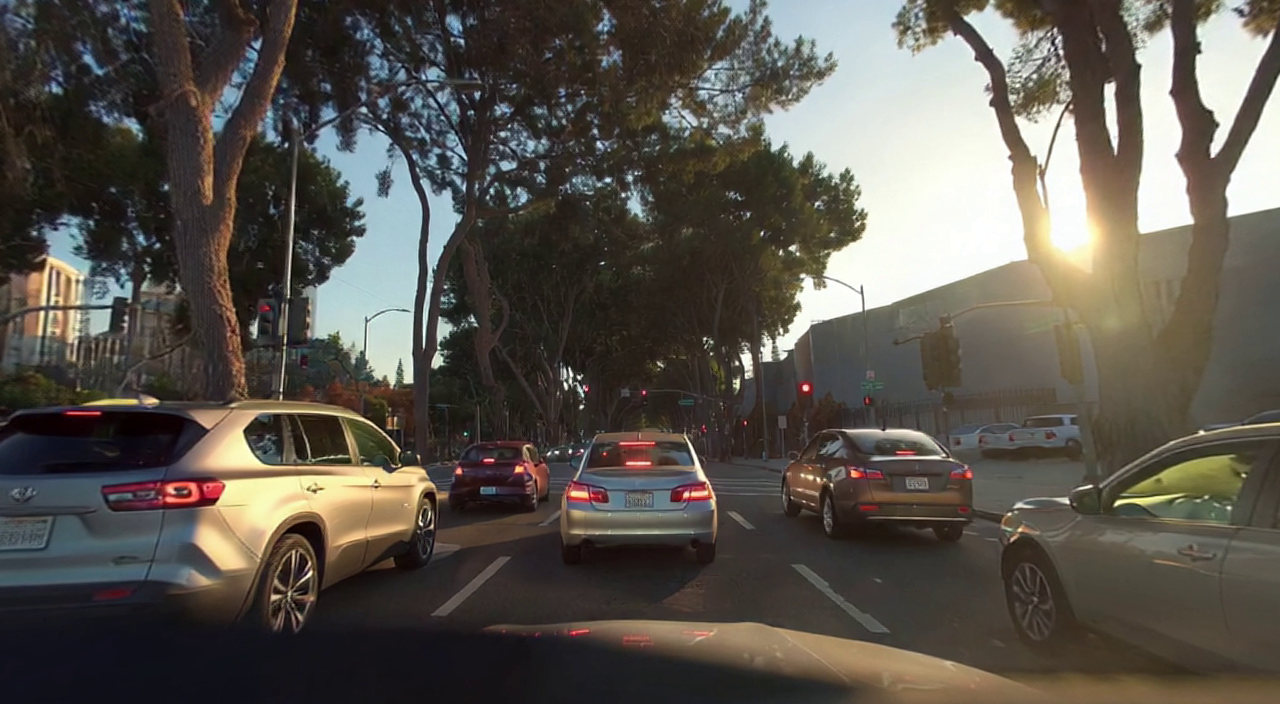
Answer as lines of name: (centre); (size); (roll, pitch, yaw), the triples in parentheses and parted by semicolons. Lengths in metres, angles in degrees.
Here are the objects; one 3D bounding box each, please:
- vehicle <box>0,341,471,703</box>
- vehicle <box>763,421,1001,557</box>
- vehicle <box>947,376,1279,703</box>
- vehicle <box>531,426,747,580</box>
vehicle: (-3.145, 1.165, 5.073); (2.168, 1.750, 4.625); (-1, -9, 1)
vehicle: (3.418, 2.014, 10.018); (2.040, 1.647, 4.379); (0, -9, 0)
vehicle: (3.323, 0.961, 2.828); (1.899, 1.588, 3.888); (0, -9, 0)
vehicle: (-0.038, 1.801, 8.325); (2.147, 1.507, 3.953); (0, -8, -1)
